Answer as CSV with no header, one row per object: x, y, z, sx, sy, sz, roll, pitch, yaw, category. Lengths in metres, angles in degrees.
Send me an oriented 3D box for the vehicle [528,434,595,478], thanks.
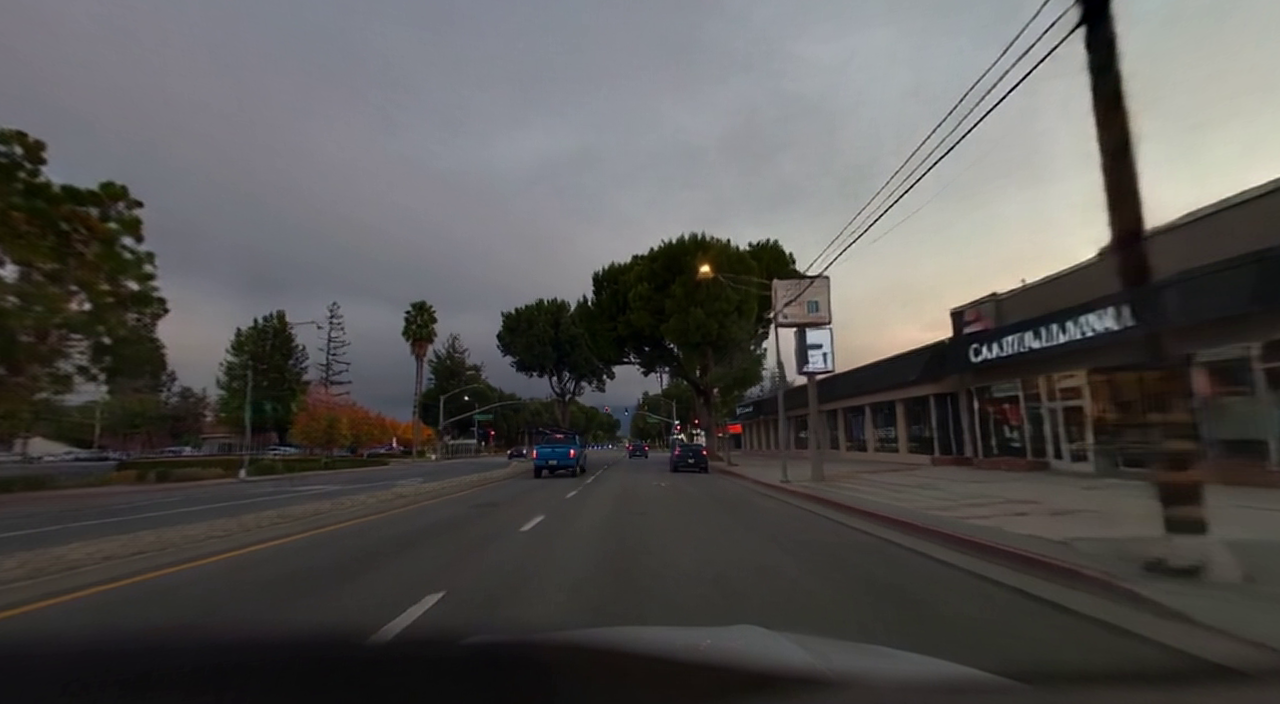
-3.373,4.609,28.328,2.464,1.777,5.128,0,-9,-2,vehicle

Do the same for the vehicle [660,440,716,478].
1.951,4.548,27.014,2.103,1.487,4.101,0,-9,0,vehicle
